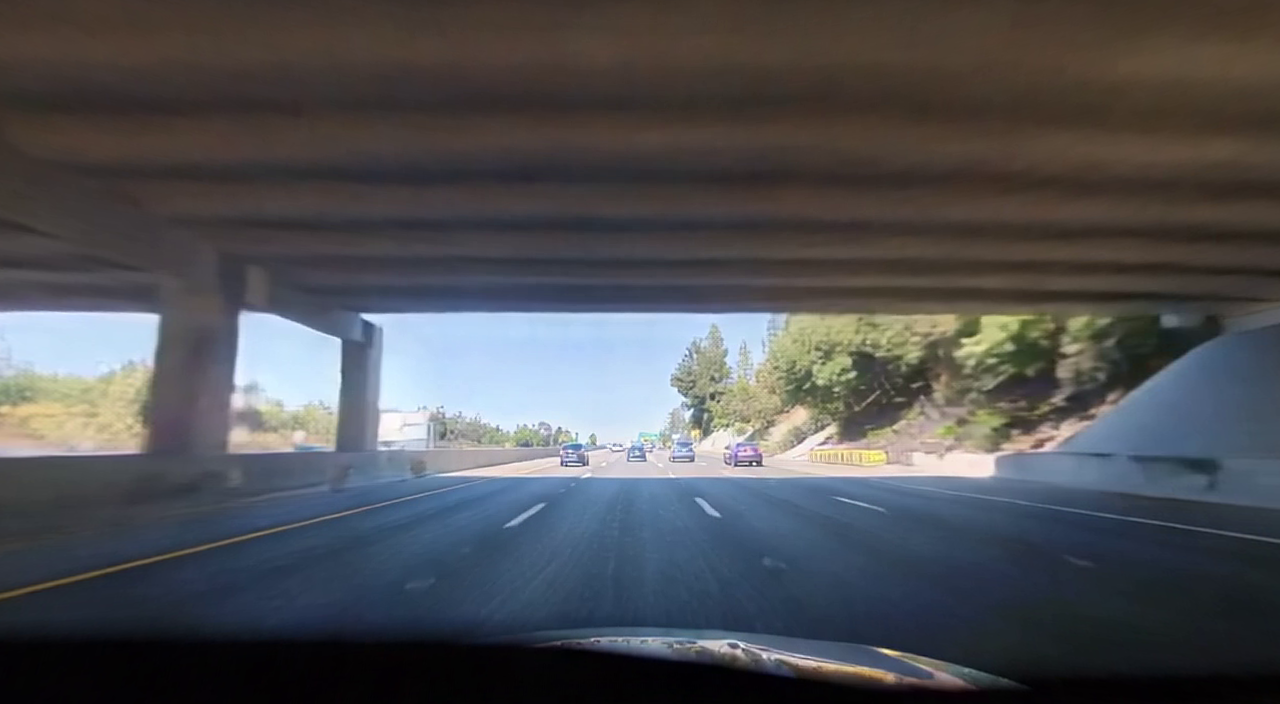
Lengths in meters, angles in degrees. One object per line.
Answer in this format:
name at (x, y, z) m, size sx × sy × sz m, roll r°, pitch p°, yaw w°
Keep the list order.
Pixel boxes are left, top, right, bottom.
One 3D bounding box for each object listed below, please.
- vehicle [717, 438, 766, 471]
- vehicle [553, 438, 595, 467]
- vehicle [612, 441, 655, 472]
vehicle at (5.371, 5.467, 33.903) m, size 1.936 × 1.625 × 3.991 m, roll 0°, pitch -8°, yaw 0°
vehicle at (-4.163, 6.401, 40.453) m, size 2.113 × 1.756 × 4.471 m, roll 0°, pitch -9°, yaw 1°
vehicle at (-0.310, 5.331, 32.436) m, size 2.075 × 1.486 × 4.007 m, roll 0°, pitch -8°, yaw 0°
